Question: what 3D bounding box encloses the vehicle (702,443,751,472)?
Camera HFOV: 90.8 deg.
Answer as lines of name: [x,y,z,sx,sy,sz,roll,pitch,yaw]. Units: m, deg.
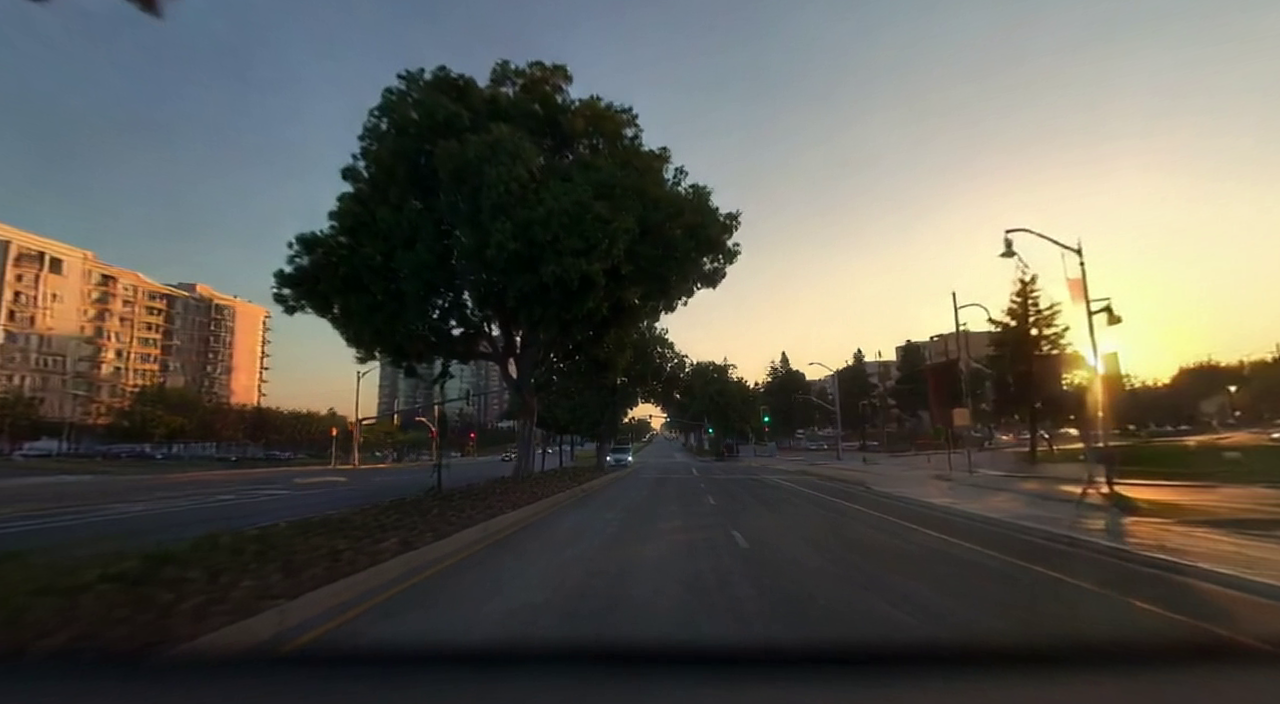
vehicle: [4.621,5.683,34.299,2.133,1.481,4.276,0,-8,1]
